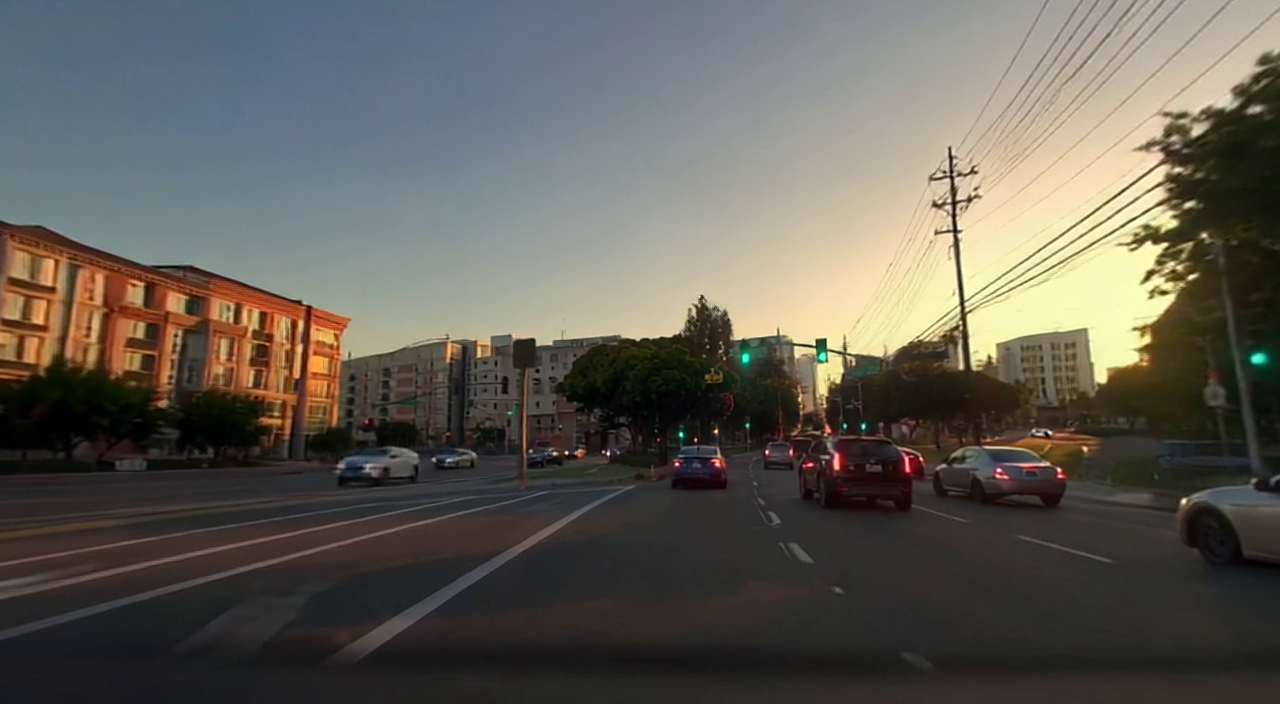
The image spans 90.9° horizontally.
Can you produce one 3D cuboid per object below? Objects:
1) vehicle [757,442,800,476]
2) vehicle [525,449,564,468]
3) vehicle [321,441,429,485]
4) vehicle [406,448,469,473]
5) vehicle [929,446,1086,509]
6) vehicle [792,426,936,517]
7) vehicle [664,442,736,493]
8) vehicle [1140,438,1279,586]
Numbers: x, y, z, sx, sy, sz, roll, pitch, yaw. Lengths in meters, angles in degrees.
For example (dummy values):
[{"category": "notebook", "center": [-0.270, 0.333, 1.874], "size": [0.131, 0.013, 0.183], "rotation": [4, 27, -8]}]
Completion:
[{"category": "vehicle", "center": [7.138, 5.515, 32.804], "size": [1.896, 1.612, 4.203], "rotation": [-1, -9, 9]}, {"category": "vehicle", "center": [-7.371, 8.305, 49.277], "size": [1.779, 1.388, 4.210], "rotation": [-1, -9, 9]}, {"category": "vehicle", "center": [-11.181, 4.710, 27.074], "size": [2.057, 1.705, 4.754], "rotation": [-1, -9, 8]}, {"category": "vehicle", "center": [-12.922, 6.931, 40.622], "size": [1.905, 1.469, 4.825], "rotation": [-1, -9, 8]}, {"category": "vehicle", "center": [9.786, 3.315, 17.282], "size": [1.882, 1.463, 4.543], "rotation": [-1, -9, 5]}, {"category": "vehicle", "center": [5.158, 2.804, 15.354], "size": [2.119, 1.810, 4.848], "rotation": [-1, -9, 5]}, {"category": "vehicle", "center": [2.111, 3.827, 21.292], "size": [2.168, 1.527, 4.174], "rotation": [-1, -9, 8]}, {"category": "vehicle", "center": [7.346, 1.527, 5.822], "size": [1.866, 1.471, 4.478], "rotation": [0, -9, 2]}]
